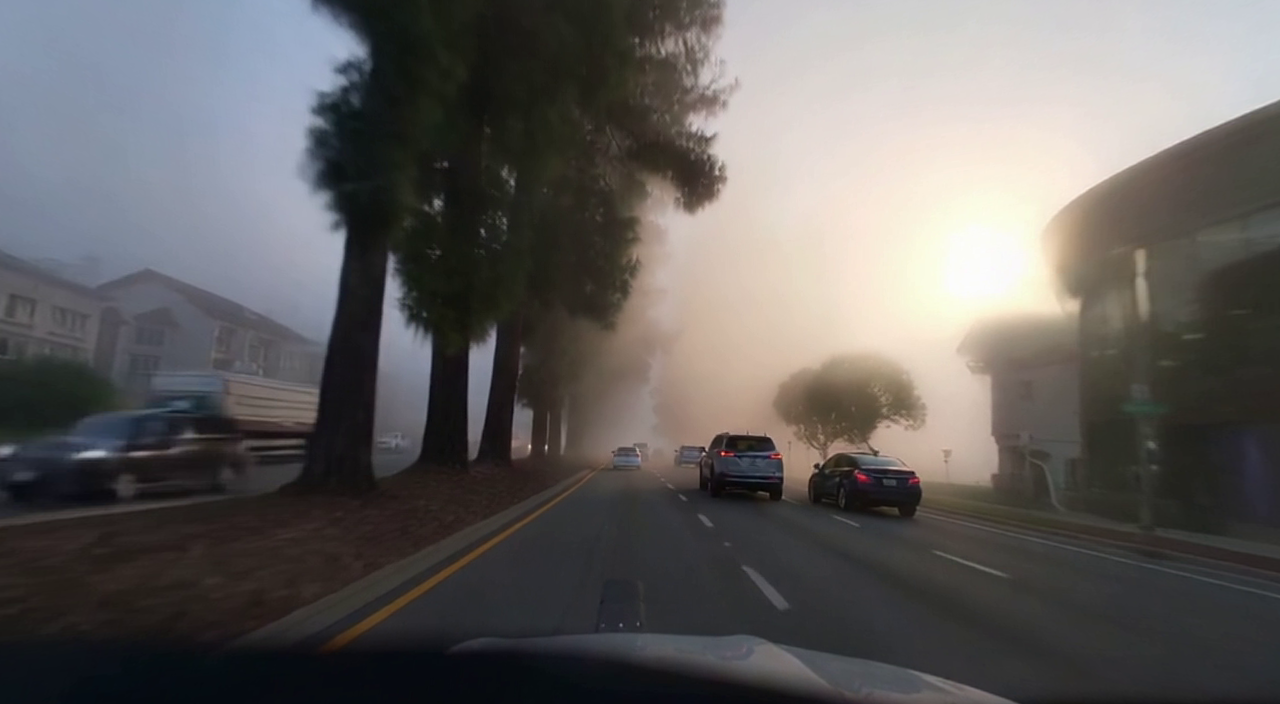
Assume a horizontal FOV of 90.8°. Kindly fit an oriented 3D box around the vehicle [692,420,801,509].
[{"bbox_3d":[2.717,2.981,17.108,2.035,1.940,4.299,4,-9,-1],"label":"vehicle"}]

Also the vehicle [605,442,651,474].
[{"bbox_3d":[-0.591,5.200,31.169,2.119,1.460,3.847,0,-9,-1],"label":"vehicle"}]

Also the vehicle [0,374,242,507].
[{"bbox_3d":[-9.424,1.558,11.007,1.895,1.816,4.636,0,-9,0],"label":"vehicle"}]

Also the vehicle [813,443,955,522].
[{"bbox_3d":[6.199,3.326,16.688,1.913,1.777,4.269,0,-9,-2],"label":"vehicle"}]

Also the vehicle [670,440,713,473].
[{"bbox_3d":[2.755,5.745,34.963,1.922,1.708,4.126,0,-9,-2],"label":"vehicle"}]
